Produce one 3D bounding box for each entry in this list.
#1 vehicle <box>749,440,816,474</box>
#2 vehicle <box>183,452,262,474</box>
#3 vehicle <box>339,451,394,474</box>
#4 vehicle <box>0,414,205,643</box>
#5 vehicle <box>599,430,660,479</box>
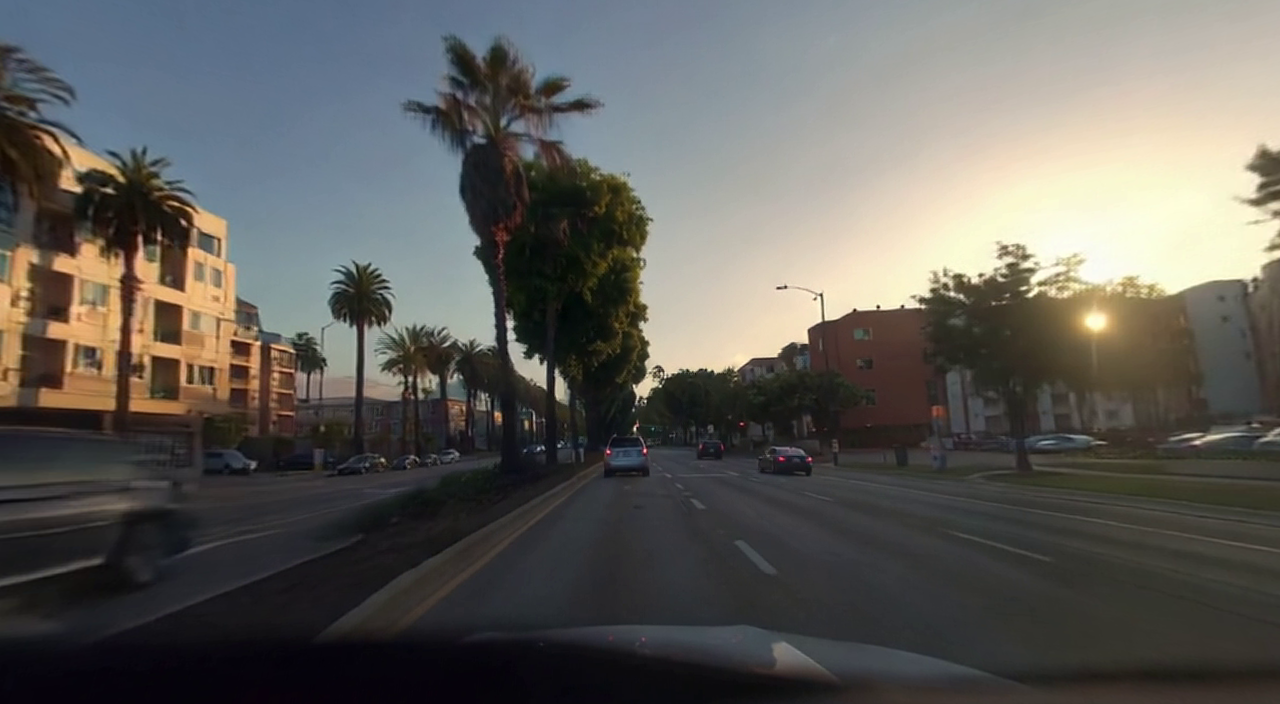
[{"bbox_3d":[6.659,4.944,29.949,1.975,1.483,4.769,0,-8,-1],"label":"vehicle"},{"bbox_3d":[-30.186,8.019,45.610,4.400,1.474,1.732,0,-9,-1],"label":"vehicle"},{"bbox_3d":[-19.528,7.906,45.130,1.920,1.505,4.351,0,-8,2],"label":"vehicle"},{"bbox_3d":[-5.236,1.189,3.951,2.028,1.489,4.386,-3,-8,-2],"label":"vehicle"},{"bbox_3d":[-0.426,4.195,25.965,2.277,1.816,4.192,0,-8,-1],"label":"vehicle"}]
